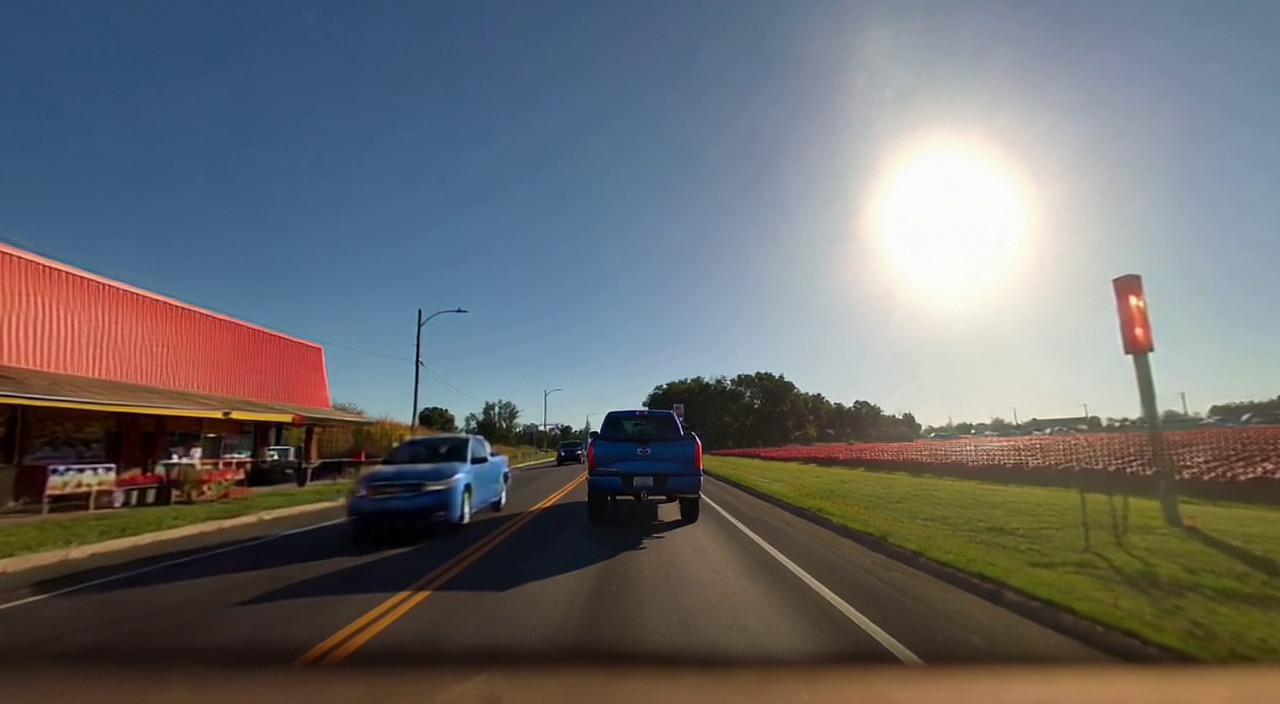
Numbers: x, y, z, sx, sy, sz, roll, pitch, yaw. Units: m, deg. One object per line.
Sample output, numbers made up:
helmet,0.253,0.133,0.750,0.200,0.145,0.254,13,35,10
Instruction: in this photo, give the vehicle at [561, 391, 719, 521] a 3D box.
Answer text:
vehicle,-0.071,2.214,13.834,2.693,2.223,5.885,0,-8,-2

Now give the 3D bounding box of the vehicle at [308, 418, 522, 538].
vehicle,-3.821,2.232,11.847,2.341,1.726,4.579,-1,-8,0
